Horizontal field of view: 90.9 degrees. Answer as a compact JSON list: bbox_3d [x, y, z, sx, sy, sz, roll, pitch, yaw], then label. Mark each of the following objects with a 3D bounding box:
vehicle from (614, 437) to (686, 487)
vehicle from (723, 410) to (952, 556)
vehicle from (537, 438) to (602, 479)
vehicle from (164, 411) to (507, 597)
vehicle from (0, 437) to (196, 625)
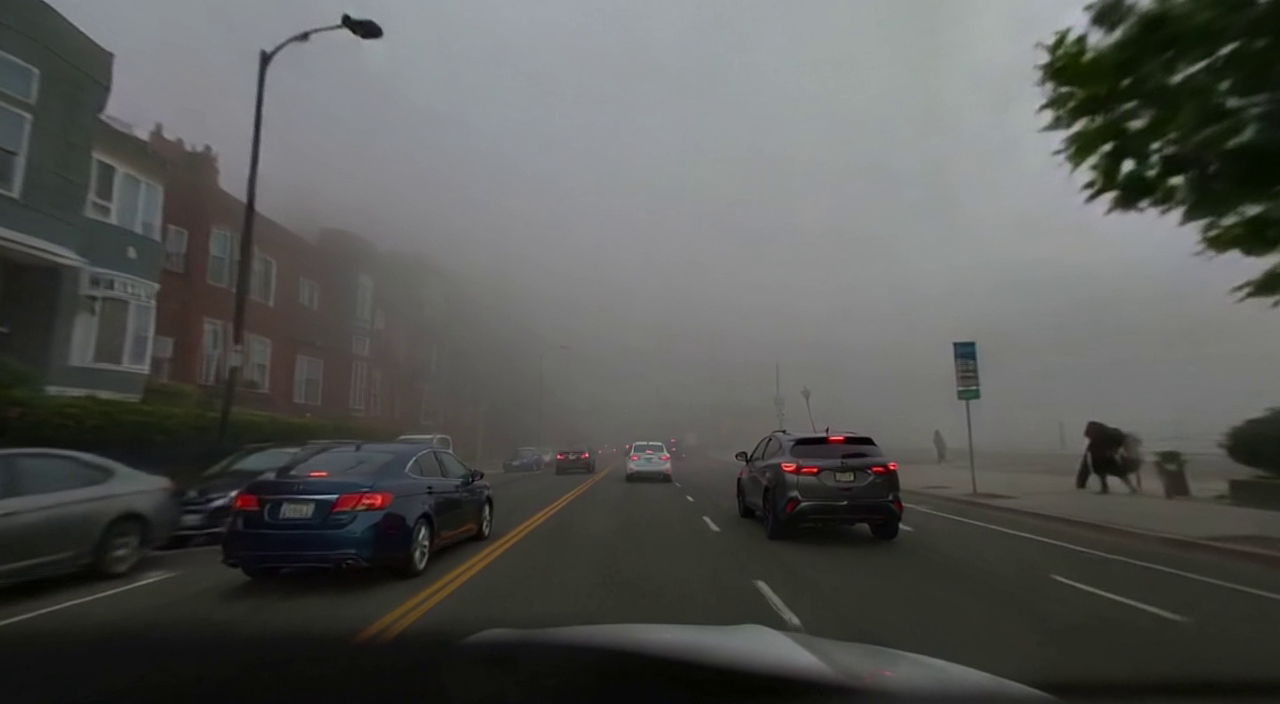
[{"bbox_3d":[0.286,3.615,20.977,2.139,1.466,4.373,0,-9,0],"label":"vehicle"},{"bbox_3d":[2.618,1.884,9.694,2.094,1.709,4.394,0,-9,0],"label":"vehicle"},{"bbox_3d":[-2.768,4.312,25.751,2.019,1.507,4.643,0,-9,1],"label":"vehicle"},{"bbox_3d":[-3.104,1.642,7.595,2.085,1.619,3.976,0,-9,1],"label":"vehicle"},{"bbox_3d":[-5.934,1.396,4.895,1.797,1.462,4.218,0,-9,2],"label":"vehicle"}]
